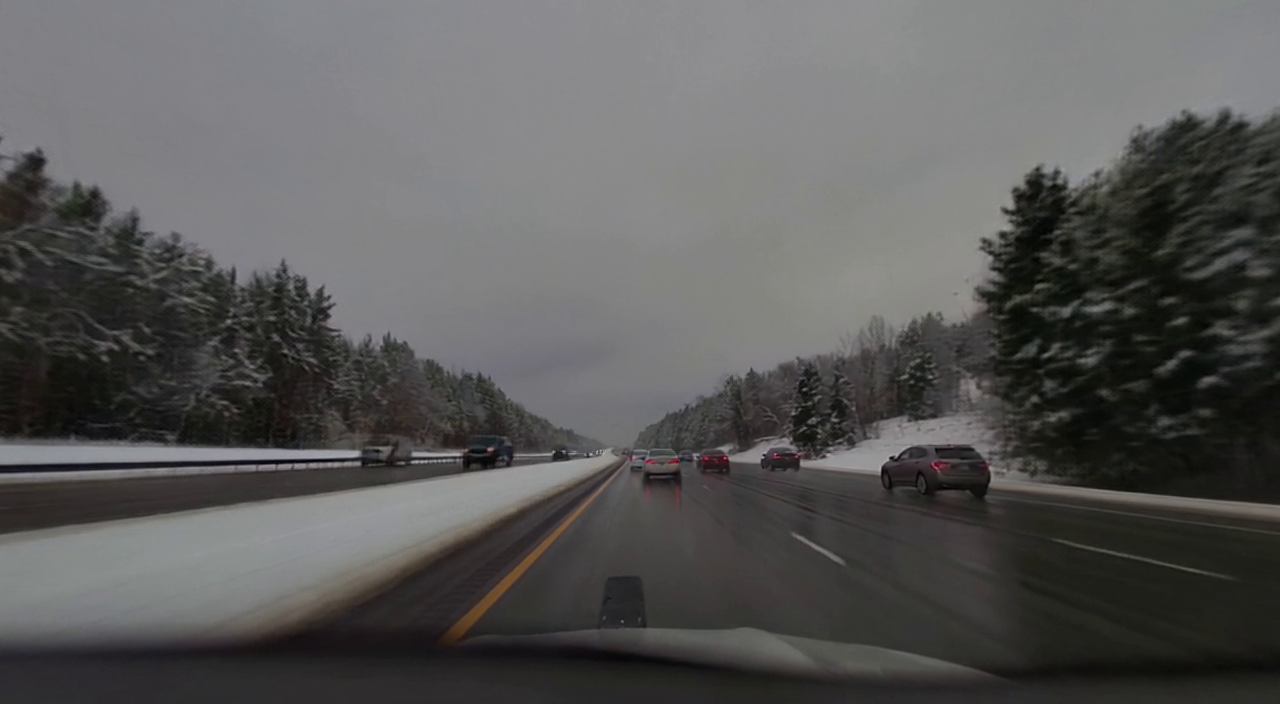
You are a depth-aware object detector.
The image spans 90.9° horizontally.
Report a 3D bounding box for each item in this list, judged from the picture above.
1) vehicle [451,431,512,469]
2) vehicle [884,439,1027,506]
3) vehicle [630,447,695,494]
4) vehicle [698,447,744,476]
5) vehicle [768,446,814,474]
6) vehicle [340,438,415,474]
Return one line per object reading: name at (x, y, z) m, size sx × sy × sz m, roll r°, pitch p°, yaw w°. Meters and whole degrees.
vehicle at (-8.571, 5.383, 34.495) m, size 2.055 × 1.897 × 4.576 m, roll 0°, pitch -9°, yaw 1°
vehicle at (8.201, 3.159, 16.824) m, size 1.847 × 1.554 × 3.752 m, roll 0°, pitch -9°, yaw 0°
vehicle at (0.715, 4.014, 21.689) m, size 2.020 × 1.426 × 3.702 m, roll 0°, pitch -9°, yaw 0°
vehicle at (4.459, 6.085, 35.174) m, size 1.981 × 1.518 × 4.029 m, roll 0°, pitch -9°, yaw -1°
vehicle at (9.275, 6.644, 38.971) m, size 1.957 × 1.594 × 3.632 m, roll 0°, pitch -9°, yaw 0°
vehicle at (-12.409, 4.959, 30.072) m, size 1.835 × 1.583 × 4.021 m, roll 0°, pitch -9°, yaw 0°
